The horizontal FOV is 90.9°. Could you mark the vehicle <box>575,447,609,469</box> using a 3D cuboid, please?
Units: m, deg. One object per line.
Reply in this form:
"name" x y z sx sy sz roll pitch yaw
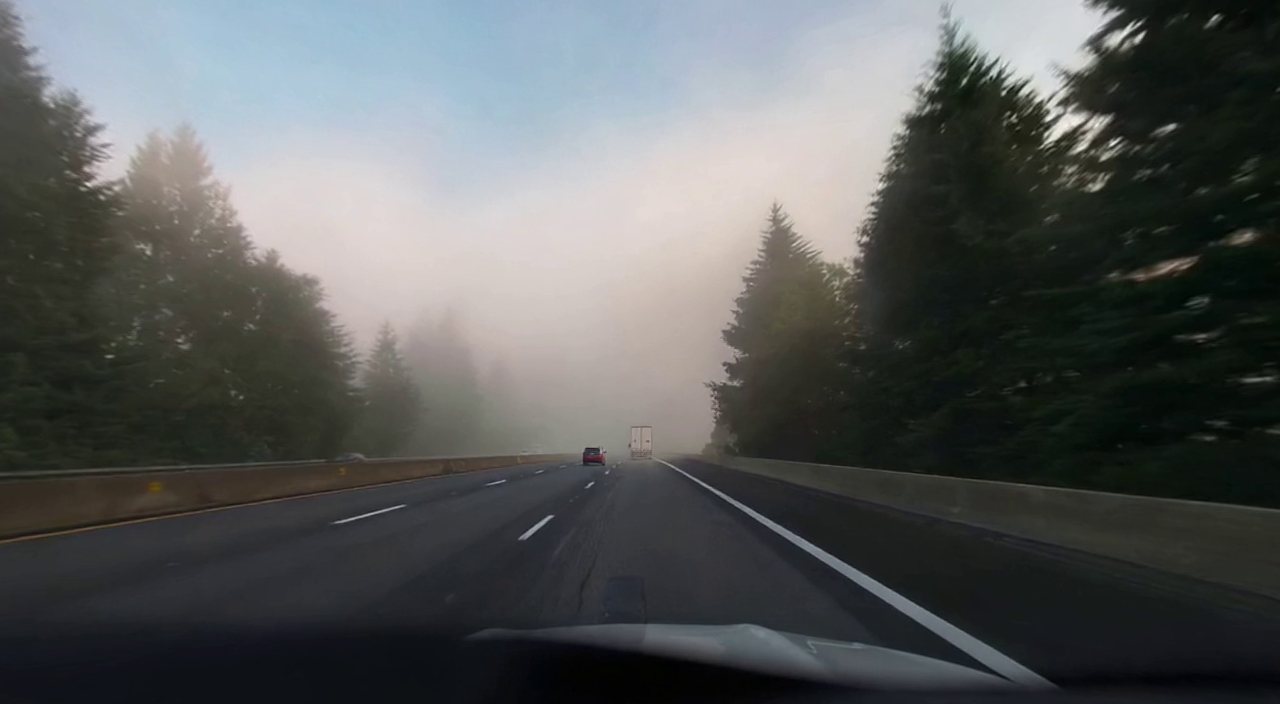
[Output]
"vehicle" -3.397 7.542 44.959 2.085 1.506 4.101 0 -9 0
